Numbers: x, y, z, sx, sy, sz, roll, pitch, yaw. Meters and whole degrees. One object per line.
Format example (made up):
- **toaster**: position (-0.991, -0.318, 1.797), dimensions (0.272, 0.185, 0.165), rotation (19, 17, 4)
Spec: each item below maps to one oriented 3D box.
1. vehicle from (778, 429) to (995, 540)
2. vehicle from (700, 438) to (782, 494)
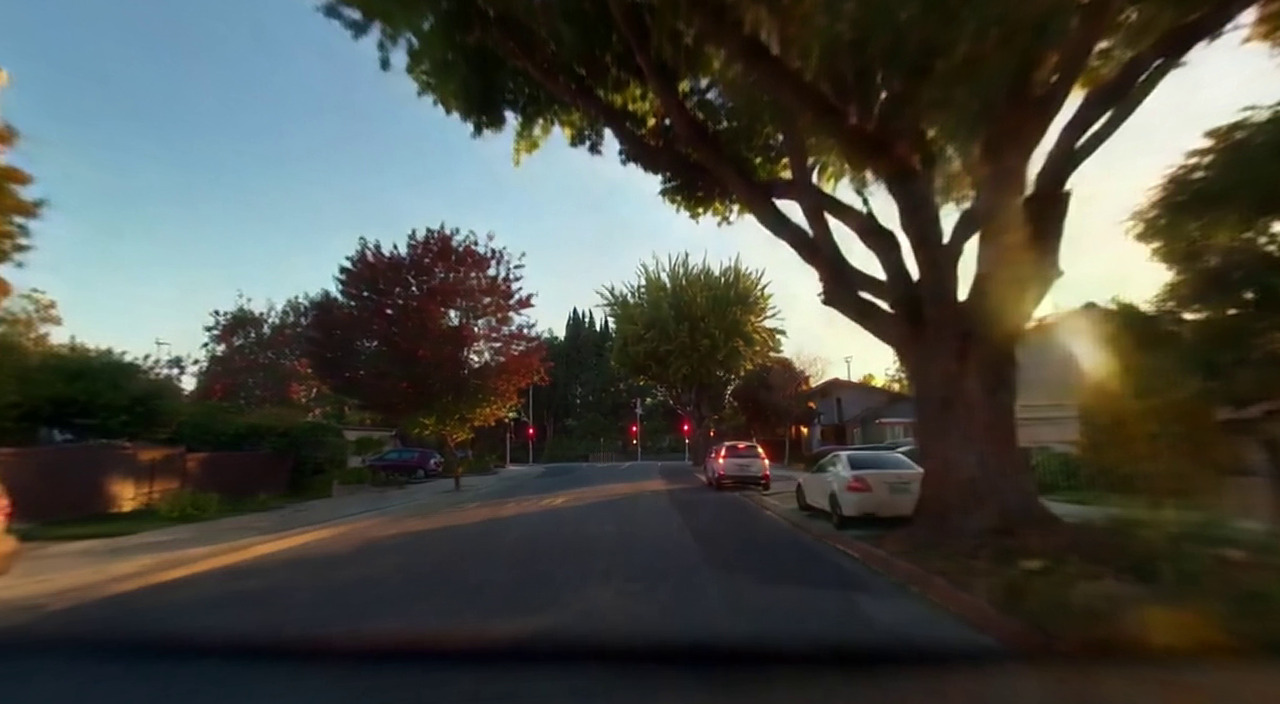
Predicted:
- **vehicle**: position (4.084, 2.271, 11.537), dimensions (2.043, 1.585, 4.687), rotation (0, -8, 0)
- **vehicle**: position (3.156, 3.661, 20.715), dimensions (2.037, 1.595, 4.536), rotation (0, -8, 1)
